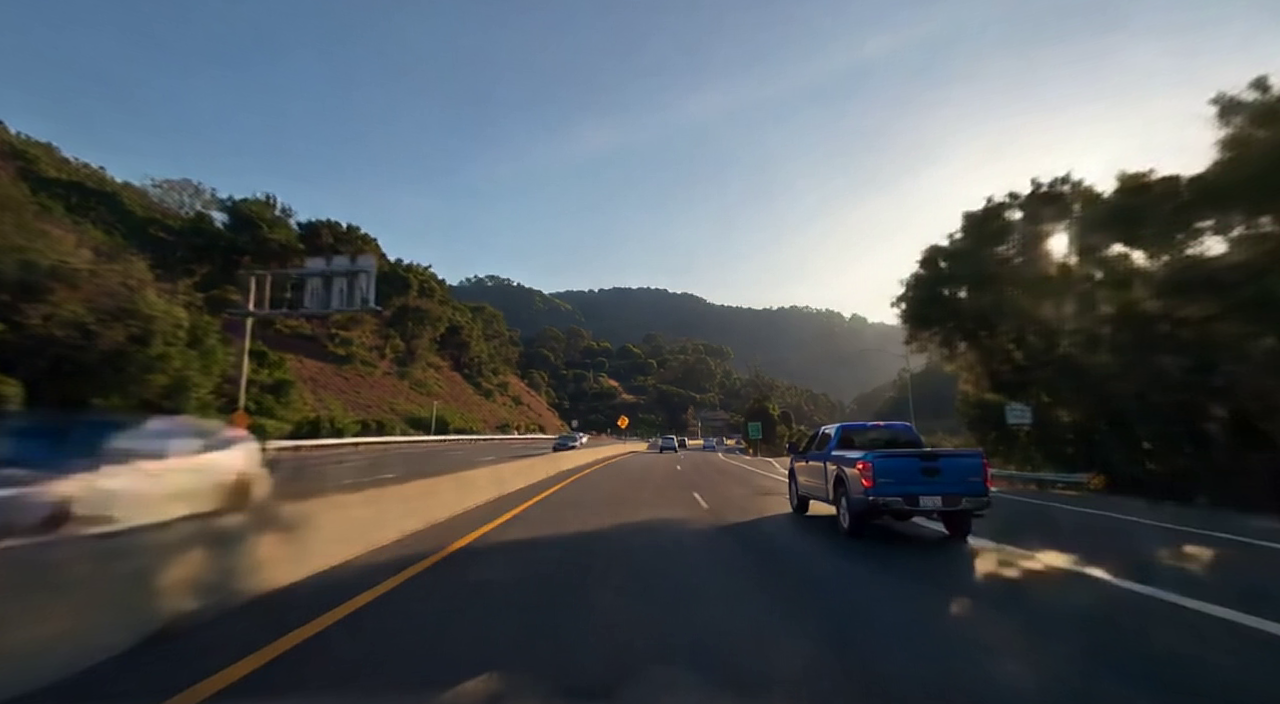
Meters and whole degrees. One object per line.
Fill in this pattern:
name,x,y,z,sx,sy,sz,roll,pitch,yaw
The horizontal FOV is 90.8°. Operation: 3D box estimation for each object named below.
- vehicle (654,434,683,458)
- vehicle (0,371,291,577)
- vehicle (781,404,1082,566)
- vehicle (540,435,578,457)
vehicle,2.260,7.340,49.404,2.186,1.782,4.100,-1,-9,4
vehicle,-6.671,1.391,7.645,2.104,1.790,4.792,0,-9,0
vehicle,3.672,1.791,9.239,2.151,1.744,4.709,0,-9,0
vehicle,-5.967,7.047,47.124,1.990,1.533,4.572,-1,-9,3
